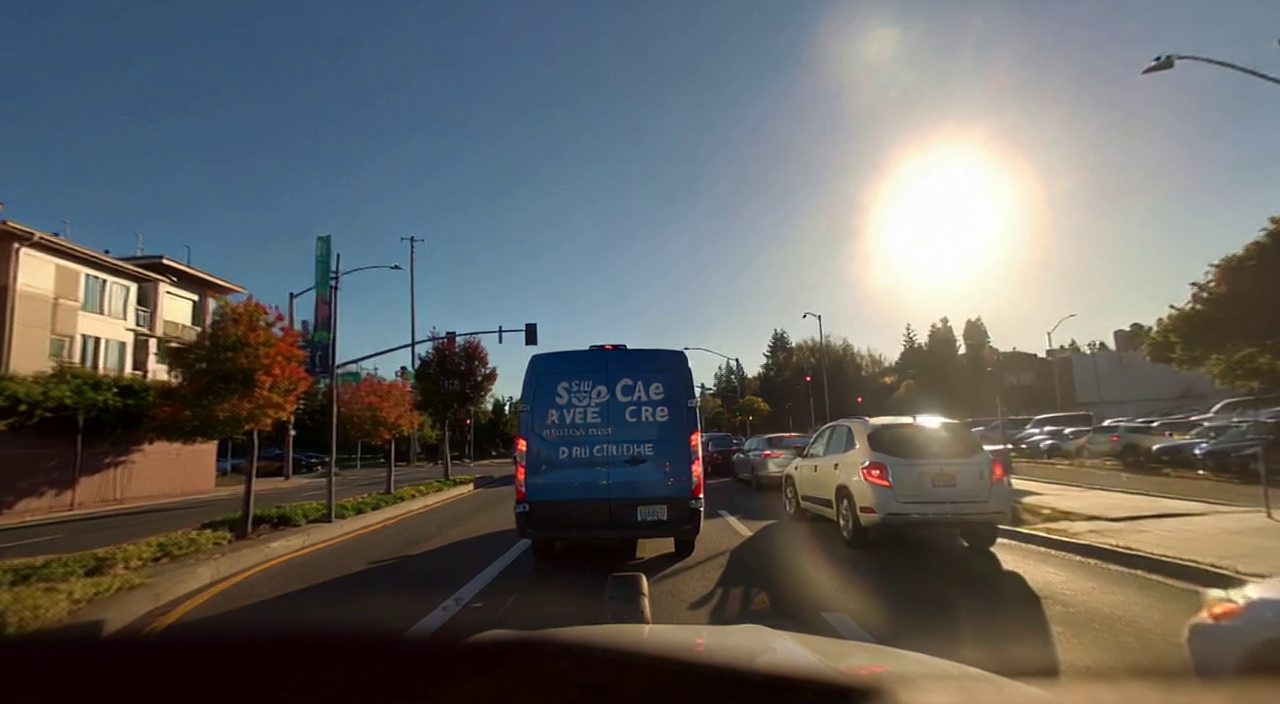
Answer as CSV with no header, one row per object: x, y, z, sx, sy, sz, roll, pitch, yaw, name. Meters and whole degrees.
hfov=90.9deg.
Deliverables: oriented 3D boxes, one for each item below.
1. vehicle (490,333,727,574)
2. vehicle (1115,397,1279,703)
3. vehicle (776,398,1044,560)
-0.267,1.389,9.091,2.422,2.488,4.992,0,-8,1,vehicle
3.406,0.702,0.896,1.951,1.483,4.582,0,-8,1,vehicle
3.431,1.702,9.124,1.965,1.771,4.295,0,-8,0,vehicle
